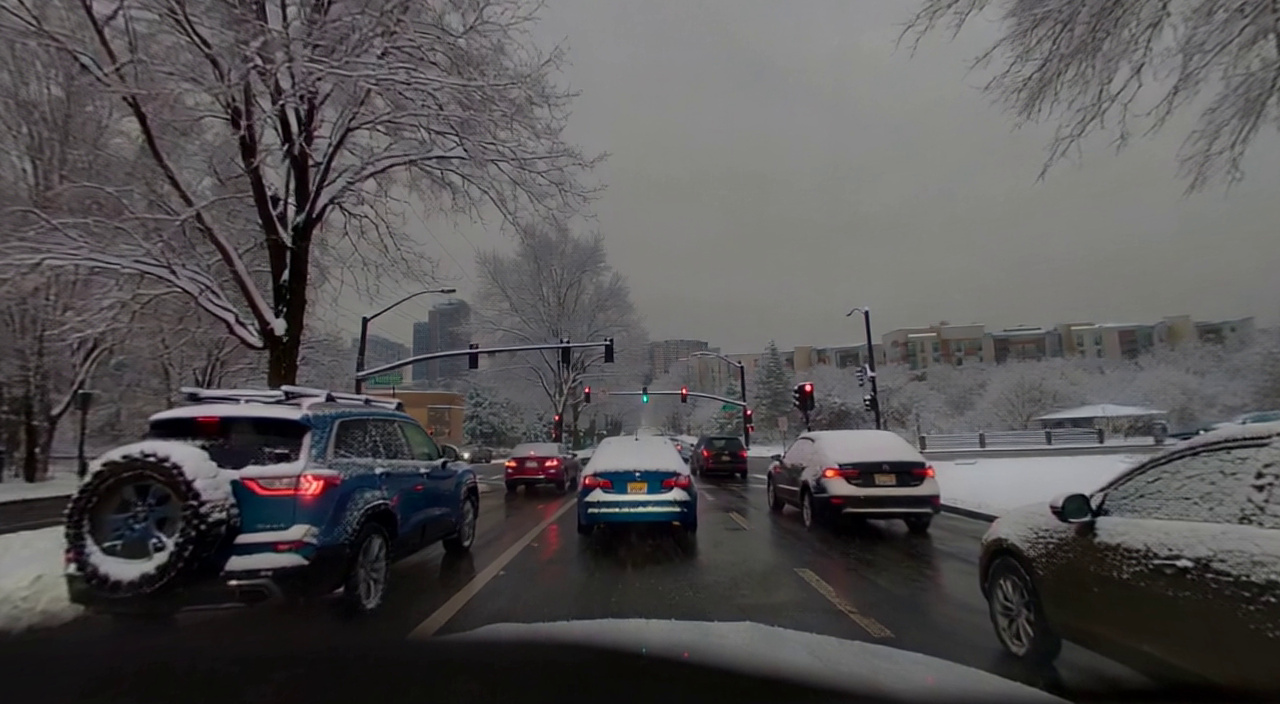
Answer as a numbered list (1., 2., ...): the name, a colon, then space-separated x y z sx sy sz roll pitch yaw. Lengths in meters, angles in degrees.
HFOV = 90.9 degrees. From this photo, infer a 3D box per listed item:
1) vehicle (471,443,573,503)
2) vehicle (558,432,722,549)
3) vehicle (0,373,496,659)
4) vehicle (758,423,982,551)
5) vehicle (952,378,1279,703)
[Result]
1. vehicle: -3.079 3.248 17.365 1.975 1.420 4.196 0 -8 1
2. vehicle: -0.009 2.116 10.295 2.147 1.507 3.953 0 -8 0
3. vehicle: -3.114 1.355 6.277 2.168 1.750 4.625 -1 -8 1
4. vehicle: 3.427 2.096 10.491 2.040 1.647 4.379 0 -8 0
5. vehicle: 3.313 0.956 2.738 1.899 1.588 3.888 0 -9 0
